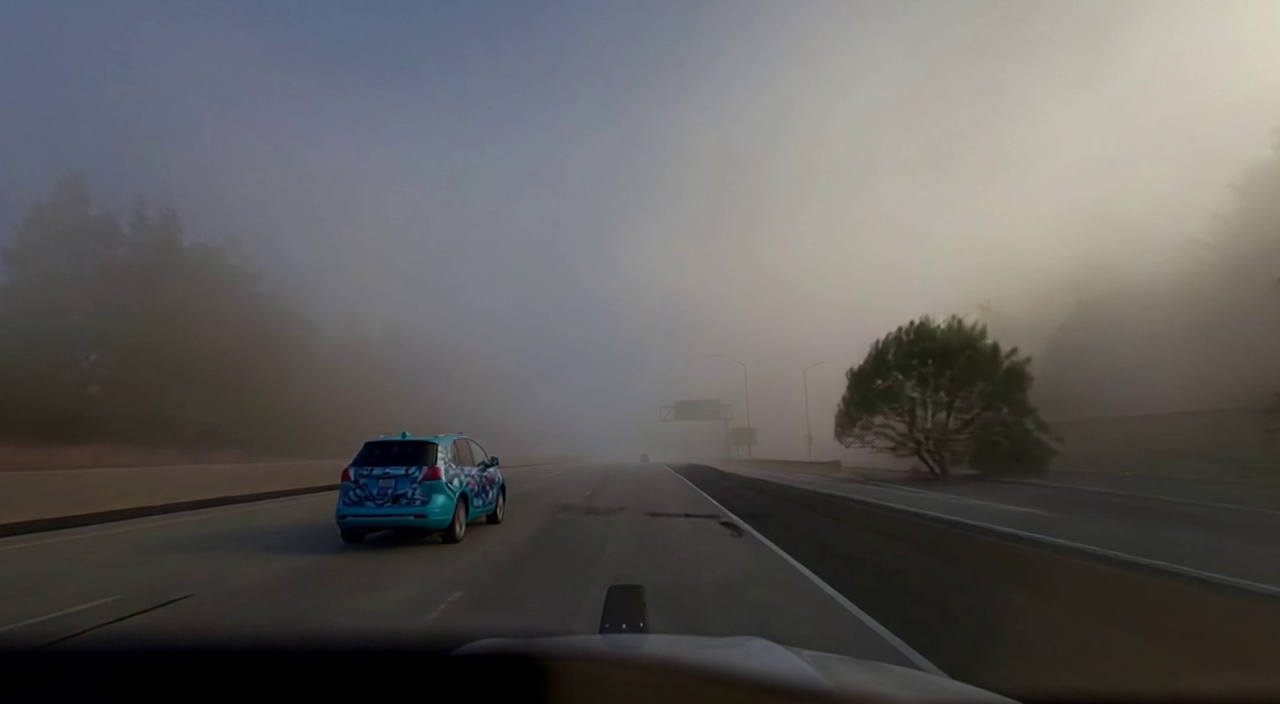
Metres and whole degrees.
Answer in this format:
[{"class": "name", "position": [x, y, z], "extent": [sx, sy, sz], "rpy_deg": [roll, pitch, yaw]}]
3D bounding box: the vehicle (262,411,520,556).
[{"class": "vehicle", "position": [-3.594, 2.003, 10.355], "extent": [2.183, 1.803, 4.685], "rpy_deg": [0, -8, 2]}]
